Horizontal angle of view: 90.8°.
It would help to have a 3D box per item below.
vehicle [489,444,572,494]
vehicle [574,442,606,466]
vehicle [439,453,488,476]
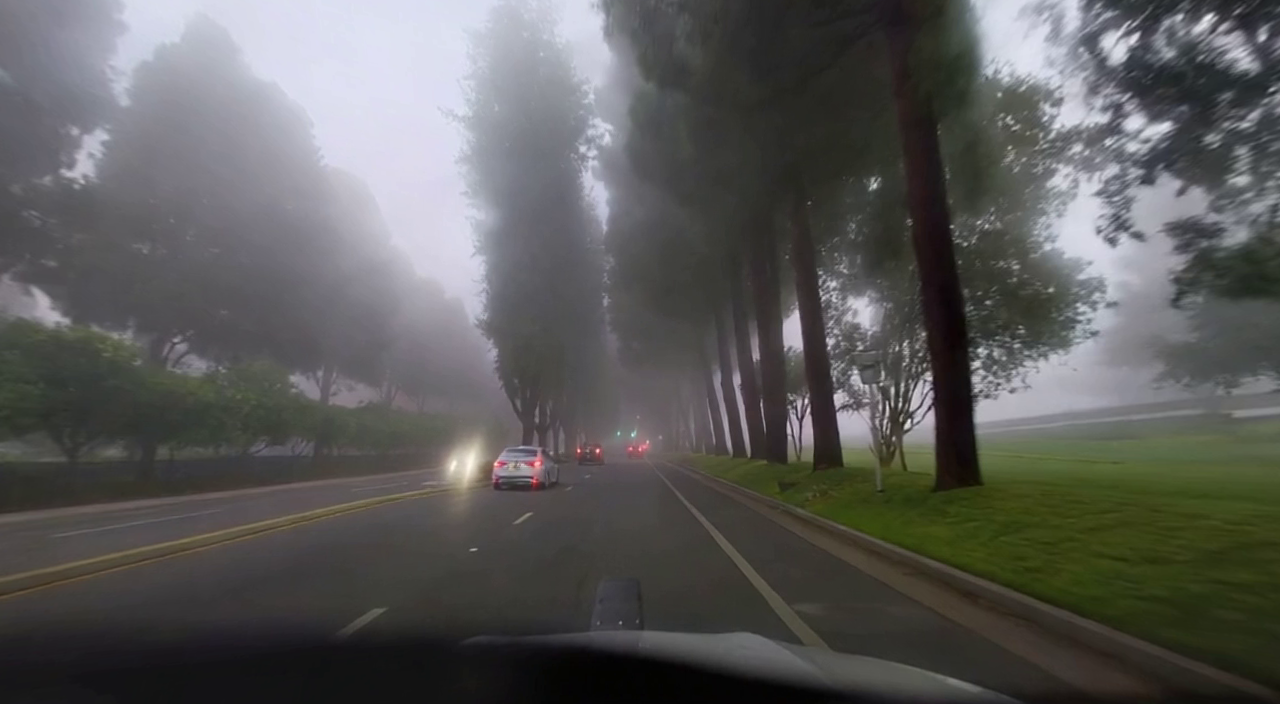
[{"bbox_3d":[-3.439,3.759,20.660,1.932,1.431,4.144,0,-9,0],"label":"vehicle"},{"bbox_3d":[-3.783,7.755,48.286,2.077,1.725,4.153,0,-9,1],"label":"vehicle"},{"bbox_3d":[-11.818,7.536,42.553,1.924,1.430,4.417,-1,-9,1],"label":"vehicle"}]
